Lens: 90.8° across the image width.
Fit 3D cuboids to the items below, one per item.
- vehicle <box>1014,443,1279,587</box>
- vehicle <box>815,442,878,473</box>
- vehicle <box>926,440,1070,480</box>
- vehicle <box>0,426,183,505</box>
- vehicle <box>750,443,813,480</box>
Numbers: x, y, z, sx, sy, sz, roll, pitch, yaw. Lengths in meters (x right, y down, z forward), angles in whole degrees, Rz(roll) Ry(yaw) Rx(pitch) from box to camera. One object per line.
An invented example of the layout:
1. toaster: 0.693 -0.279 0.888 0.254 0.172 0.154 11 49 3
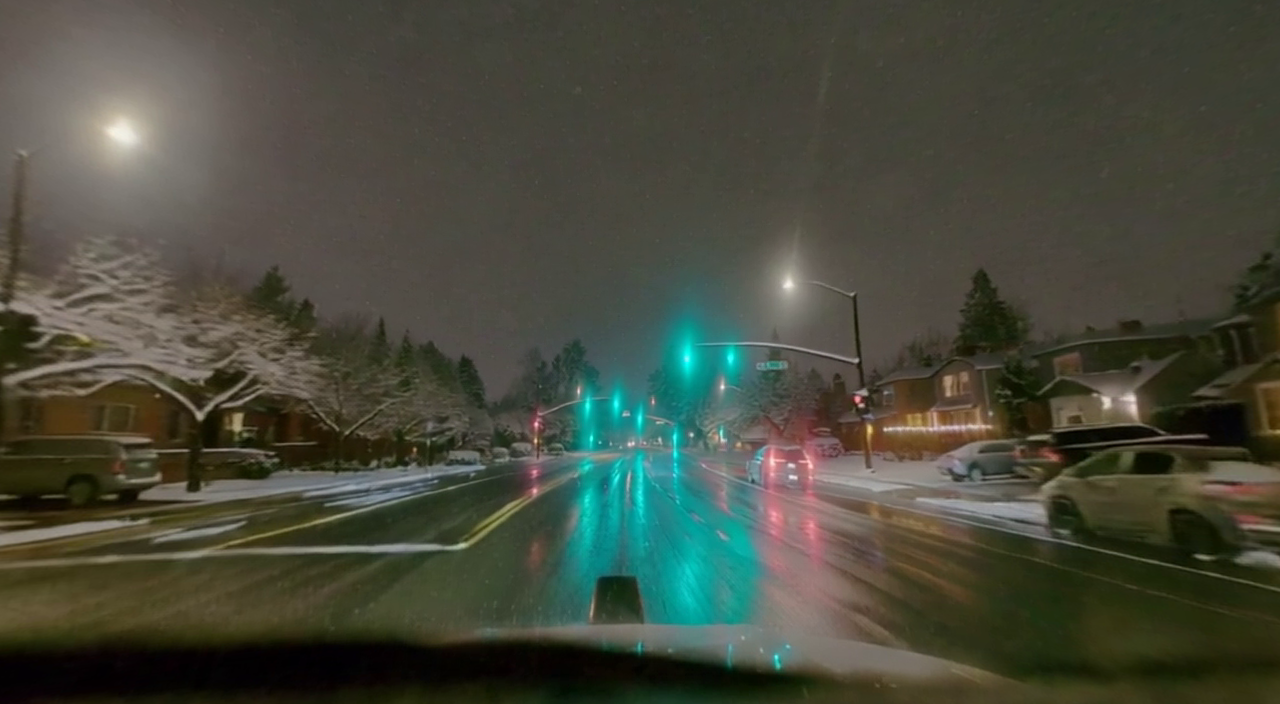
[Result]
1. vehicle: 7.676 2.073 8.671 1.934 1.504 4.928 4 -9 -3
2. vehicle: 10.936 5.613 33.795 1.925 1.490 4.475 -1 -9 2
3. vehicle: 13.692 4.143 24.374 4.366 1.457 1.910 -1 -8 3
4. vehicle: -17.547 3.389 19.224 5.096 2.070 2.687 2 -9 2
5. vehicle: 7.023 5.458 31.781 2.064 1.498 4.877 5 -8 2
